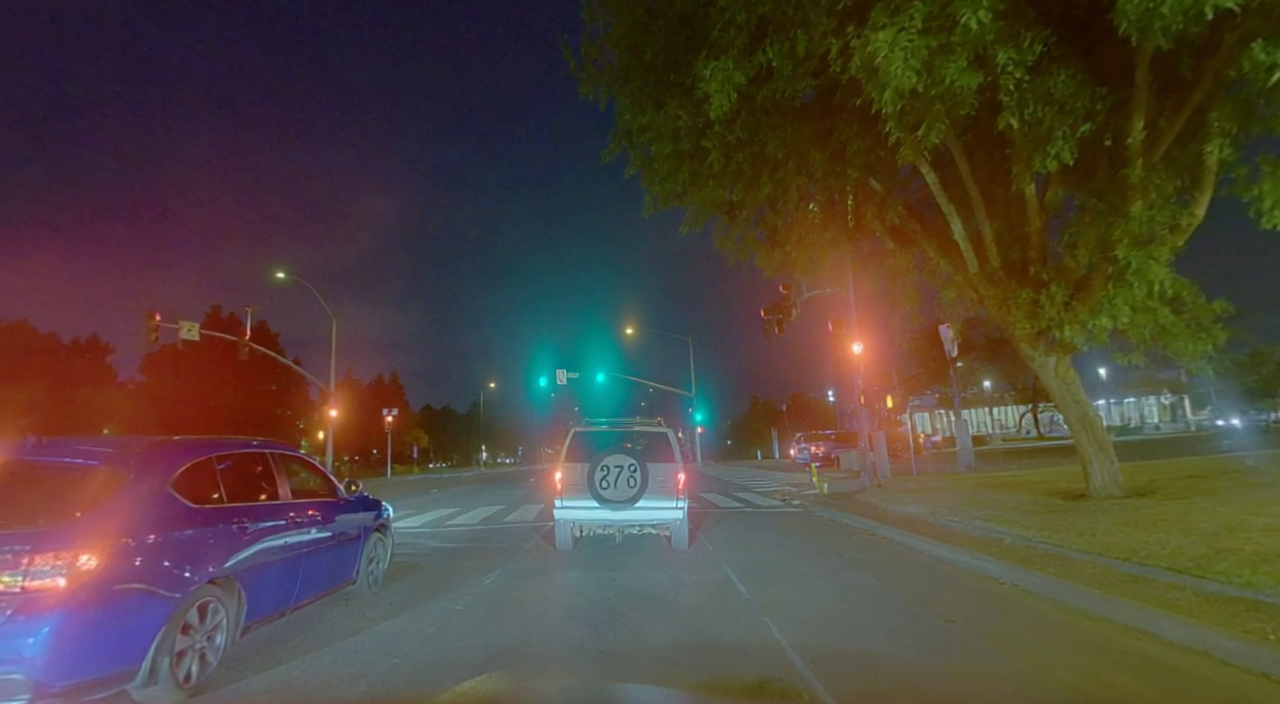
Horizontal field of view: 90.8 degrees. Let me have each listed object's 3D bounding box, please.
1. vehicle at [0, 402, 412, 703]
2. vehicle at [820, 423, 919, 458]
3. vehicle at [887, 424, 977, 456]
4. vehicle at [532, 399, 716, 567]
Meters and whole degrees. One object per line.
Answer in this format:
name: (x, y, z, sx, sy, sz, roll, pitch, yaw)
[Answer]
vehicle: (-3.384, 1.262, 4.560, 2.011, 1.527, 4.008, 0, -8, -1)
vehicle: (12.739, 4.908, 35.087, 4.872, 1.806, 2.107, 3, -9, -19)
vehicle: (15.139, 4.574, 32.804, 3.830, 1.545, 2.006, 3, -9, -19)
vehicle: (-0.187, 1.793, 9.328, 2.059, 1.877, 4.249, 0, -8, 0)
